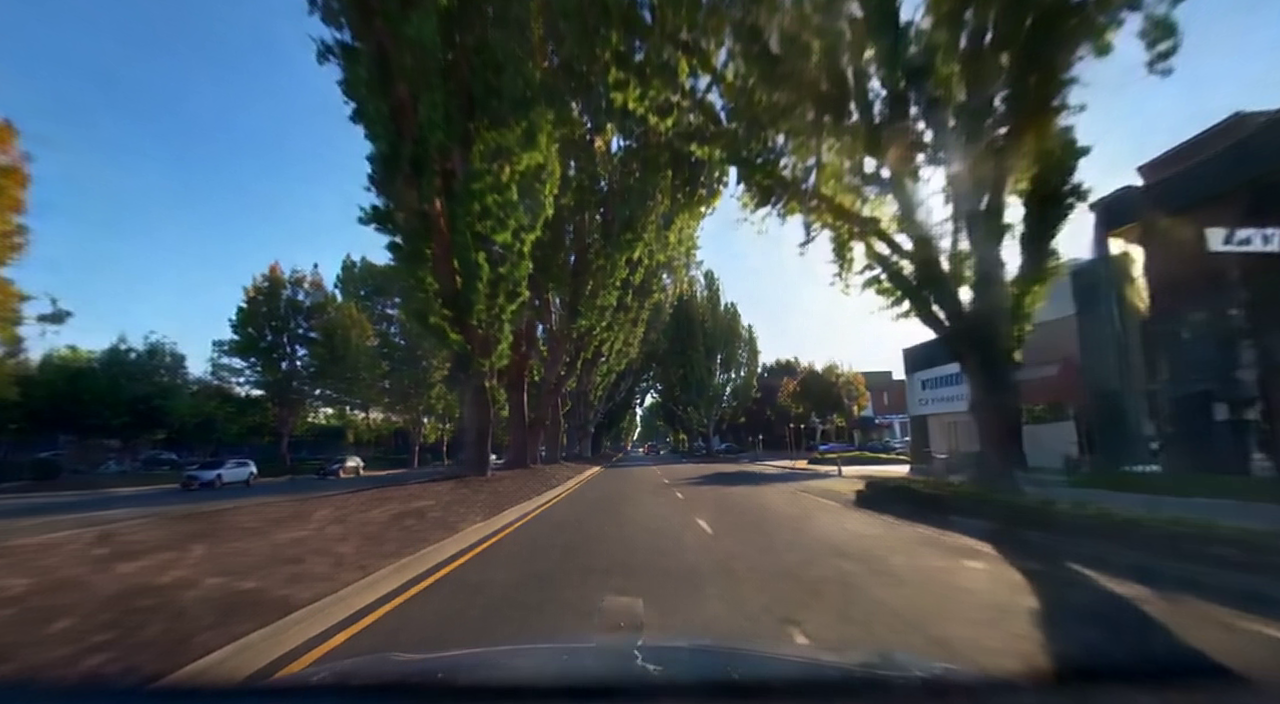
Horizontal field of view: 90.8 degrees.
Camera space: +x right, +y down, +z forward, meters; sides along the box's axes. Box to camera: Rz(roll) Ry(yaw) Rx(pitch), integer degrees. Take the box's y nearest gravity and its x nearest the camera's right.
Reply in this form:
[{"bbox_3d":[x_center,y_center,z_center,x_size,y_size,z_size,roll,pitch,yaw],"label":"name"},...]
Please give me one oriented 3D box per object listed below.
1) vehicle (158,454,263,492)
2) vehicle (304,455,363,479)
[{"bbox_3d":[-21.977,6.173,32.571,1.922,1.738,4.556,-1,-9,5],"label":"vehicle"},{"bbox_3d":[-21.414,8.049,44.398,1.847,1.454,4.413,-1,-9,1],"label":"vehicle"}]
